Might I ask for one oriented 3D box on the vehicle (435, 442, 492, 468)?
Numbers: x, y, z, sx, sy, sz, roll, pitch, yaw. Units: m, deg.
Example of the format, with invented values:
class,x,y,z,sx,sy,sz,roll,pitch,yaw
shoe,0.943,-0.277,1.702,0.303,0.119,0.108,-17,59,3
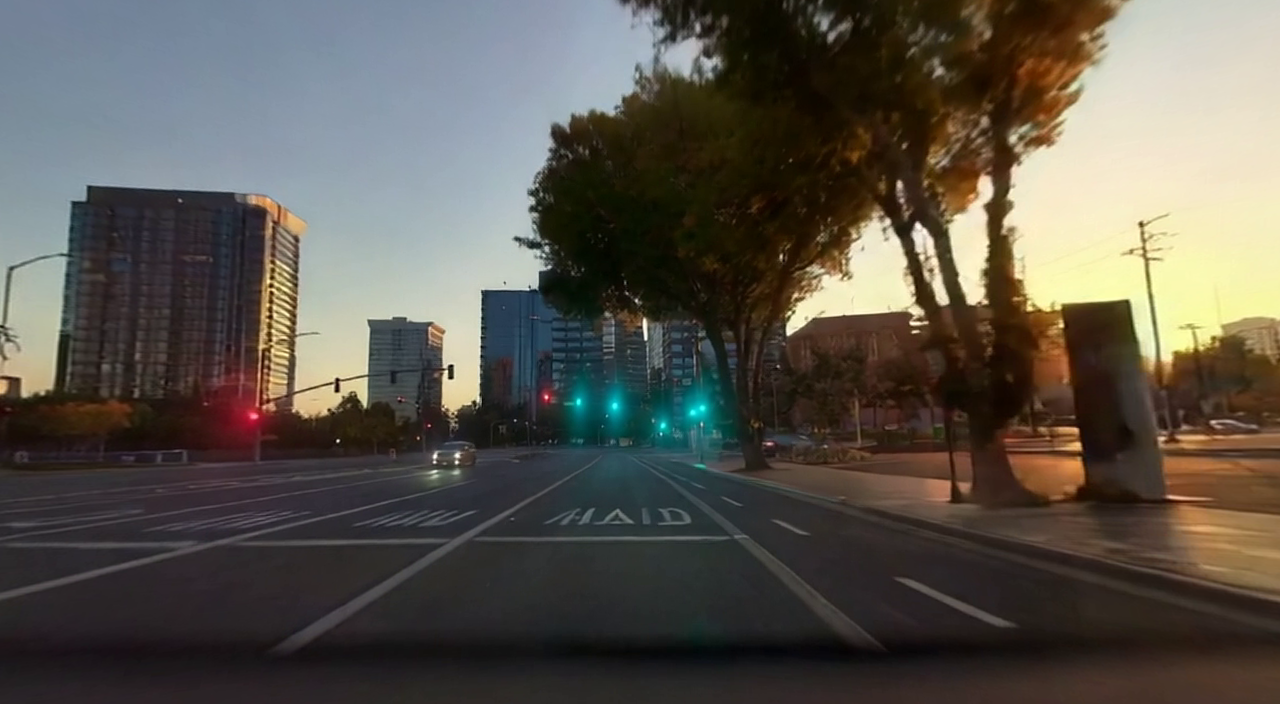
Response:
class,x,y,z,sx,sy,sz,roll,pitch,yaw
vehicle,-10.317,6.043,37.288,2.089,1.390,4.555,0,-8,0
